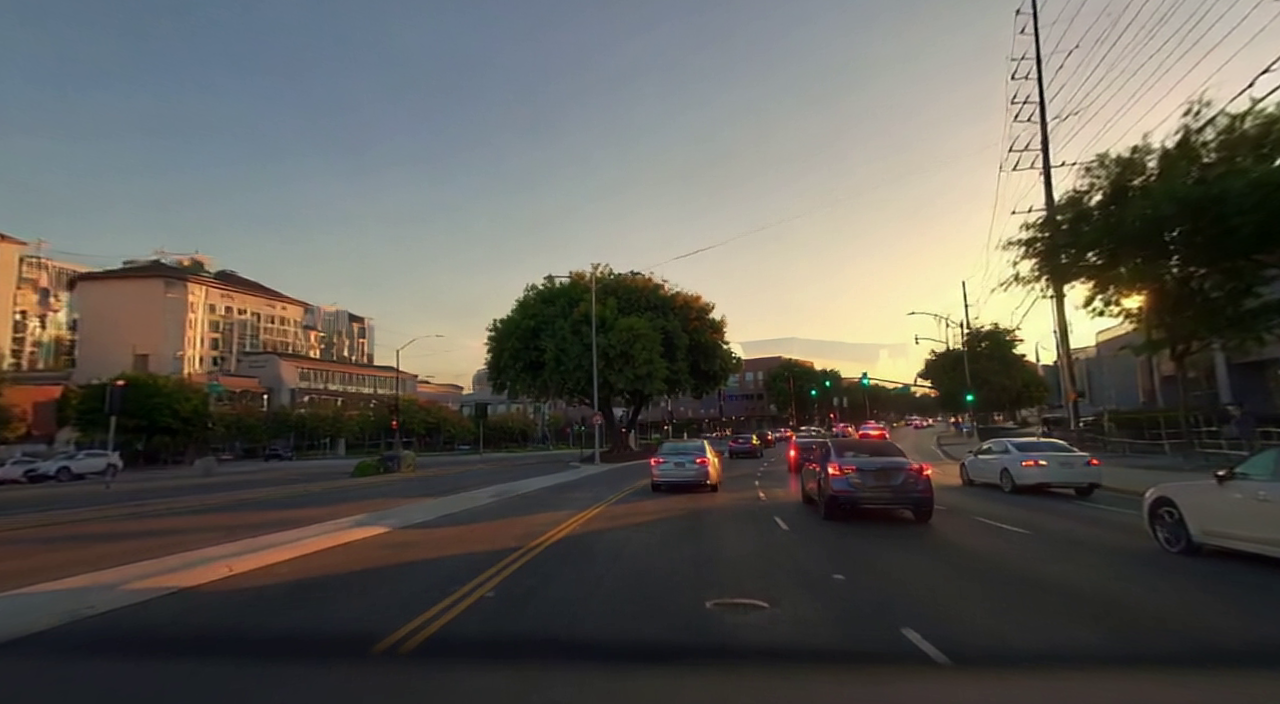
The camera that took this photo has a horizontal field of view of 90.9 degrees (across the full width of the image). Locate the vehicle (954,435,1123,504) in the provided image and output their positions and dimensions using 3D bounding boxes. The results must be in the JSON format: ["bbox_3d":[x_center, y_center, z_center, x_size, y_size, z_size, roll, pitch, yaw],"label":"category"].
[{"bbox_3d":[9.758,2.880,15.938,1.882,1.463,4.543,-1,-9,9],"label":"vehicle"}]

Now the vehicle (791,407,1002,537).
[{"bbox_3d":[4.225,2.069,11.438,2.119,1.810,4.848,-1,-9,5],"label":"vehicle"}]

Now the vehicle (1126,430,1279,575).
[{"bbox_3d":[7.465,1.511,6.250,1.866,1.471,4.478,0,-9,3],"label":"vehicle"}]

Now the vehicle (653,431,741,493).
[{"bbox_3d":[1.744,3.067,17.857,2.168,1.527,4.174,-1,-9,9],"label":"vehicle"}]

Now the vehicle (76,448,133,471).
[{"bbox_3d":[-38.366,7.667,45.097,4.848,1.498,2.009,-7,-11,37],"label":"vehicle"}]
